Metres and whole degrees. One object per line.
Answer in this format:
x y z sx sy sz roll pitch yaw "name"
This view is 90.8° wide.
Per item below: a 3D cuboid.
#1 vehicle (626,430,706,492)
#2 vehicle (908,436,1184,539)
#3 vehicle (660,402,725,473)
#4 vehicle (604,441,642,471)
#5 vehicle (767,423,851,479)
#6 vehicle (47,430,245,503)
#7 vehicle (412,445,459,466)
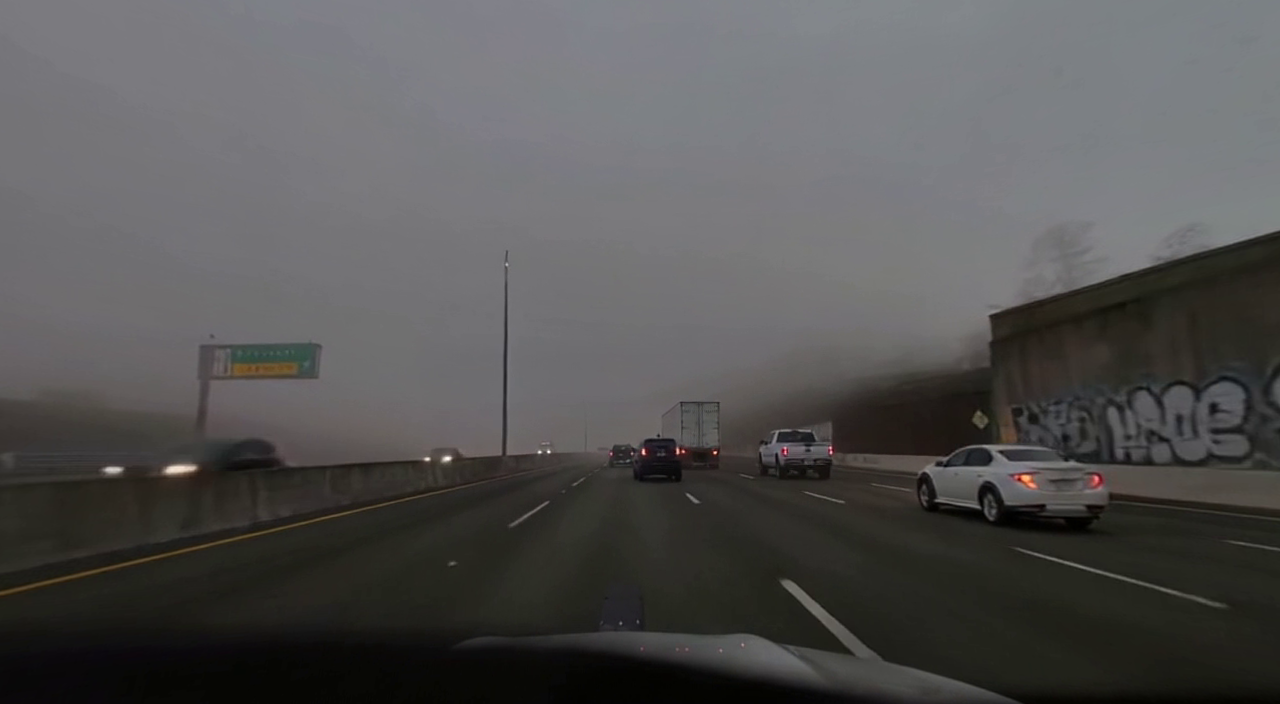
0.729 3.666 21.605 2.249 1.843 5.176 0 -9 -3 "vehicle"
6.963 2.345 11.650 1.915 1.476 4.677 0 -9 -1 "vehicle"
3.038 5.461 39.821 2.976 3.806 10.591 0 -9 -1 "vehicle"
-0.963 5.938 36.250 2.073 1.640 3.990 0 -9 -1 "vehicle"
7.832 4.683 30.094 2.322 2.360 6.433 0 -9 1 "vehicle"
-10.549 2.458 13.843 1.610 1.395 3.344 0 -9 -1 "vehicle"
-14.330 7.249 44.505 2.065 1.401 3.497 0 -9 1 "vehicle"
